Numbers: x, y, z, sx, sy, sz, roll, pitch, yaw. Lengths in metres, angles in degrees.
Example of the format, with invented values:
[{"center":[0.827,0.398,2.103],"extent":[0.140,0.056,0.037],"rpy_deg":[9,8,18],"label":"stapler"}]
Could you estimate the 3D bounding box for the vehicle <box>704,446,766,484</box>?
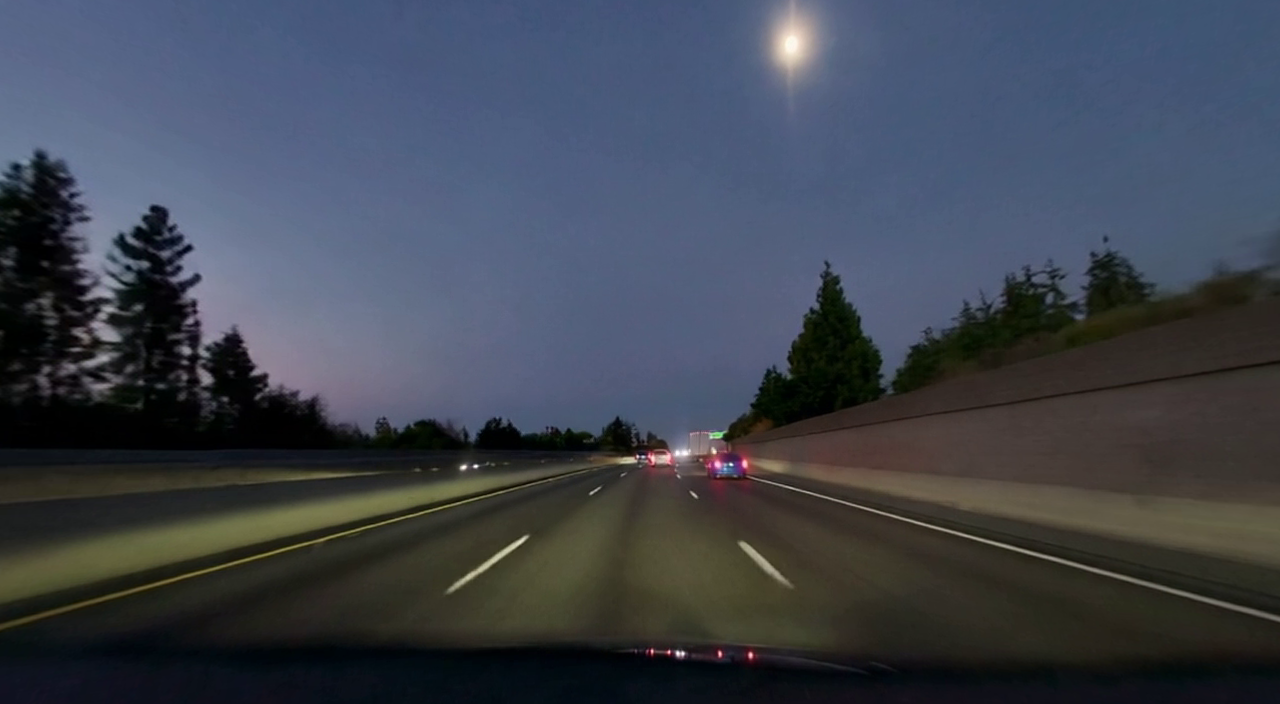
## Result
[{"center":[4.181,5.072,28.435],"extent":[2.175,1.574,3.943],"rpy_deg":[0,-9,0],"label":"vehicle"}]
